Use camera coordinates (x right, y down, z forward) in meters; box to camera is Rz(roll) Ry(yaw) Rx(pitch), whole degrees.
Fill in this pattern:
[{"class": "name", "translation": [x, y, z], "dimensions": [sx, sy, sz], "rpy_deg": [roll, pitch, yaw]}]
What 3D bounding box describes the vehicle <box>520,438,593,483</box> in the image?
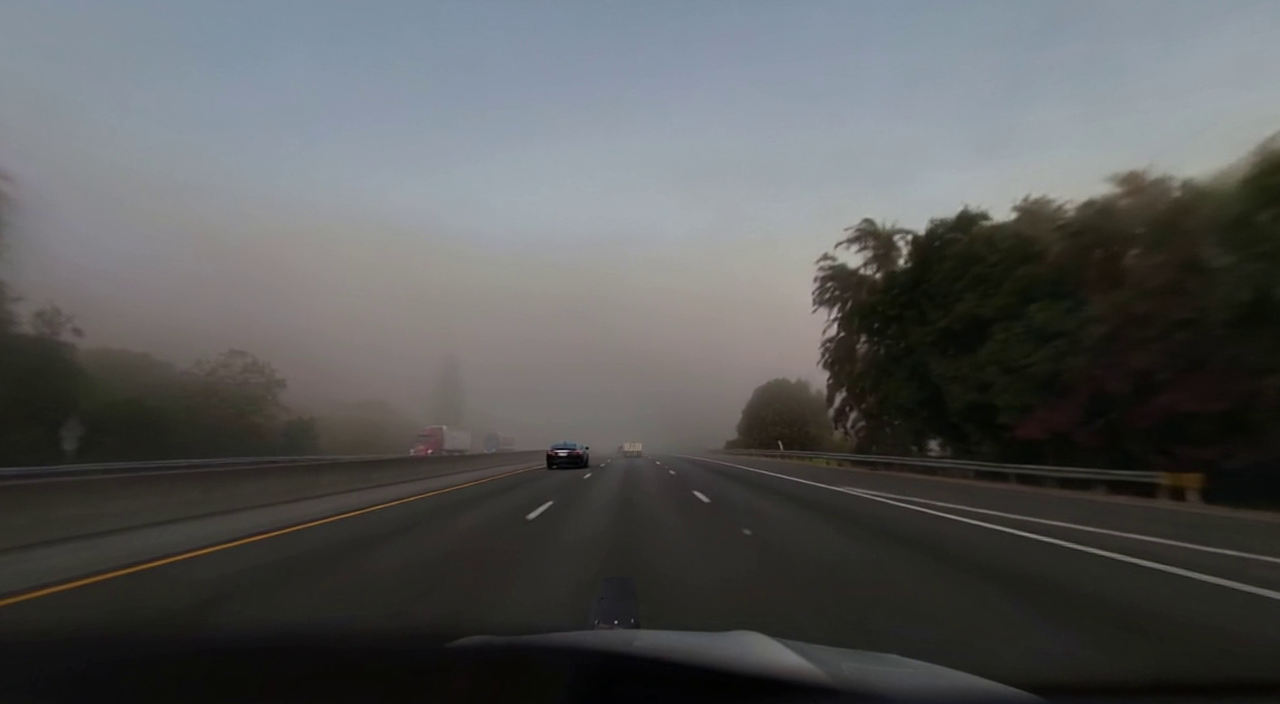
[{"class": "vehicle", "translation": [-3.130, 4.147, 24.466], "dimensions": [2.158, 1.562, 4.373], "rpy_deg": [-1, -8, 1]}]
